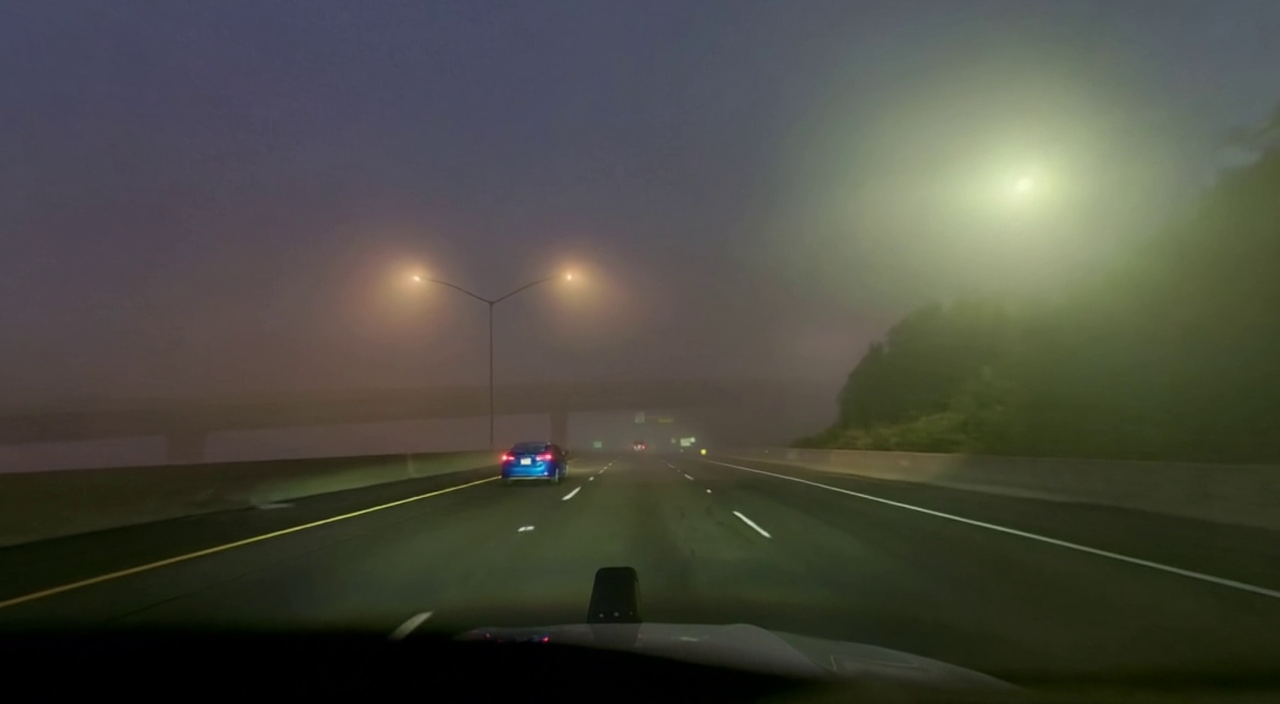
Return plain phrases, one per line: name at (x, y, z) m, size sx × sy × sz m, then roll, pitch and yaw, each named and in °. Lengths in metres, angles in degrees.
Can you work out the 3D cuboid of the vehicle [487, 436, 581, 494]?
vehicle at (-3.077, 3.401, 19.457) m, size 2.029 × 1.557 × 4.570 m, roll 0°, pitch -9°, yaw 1°
